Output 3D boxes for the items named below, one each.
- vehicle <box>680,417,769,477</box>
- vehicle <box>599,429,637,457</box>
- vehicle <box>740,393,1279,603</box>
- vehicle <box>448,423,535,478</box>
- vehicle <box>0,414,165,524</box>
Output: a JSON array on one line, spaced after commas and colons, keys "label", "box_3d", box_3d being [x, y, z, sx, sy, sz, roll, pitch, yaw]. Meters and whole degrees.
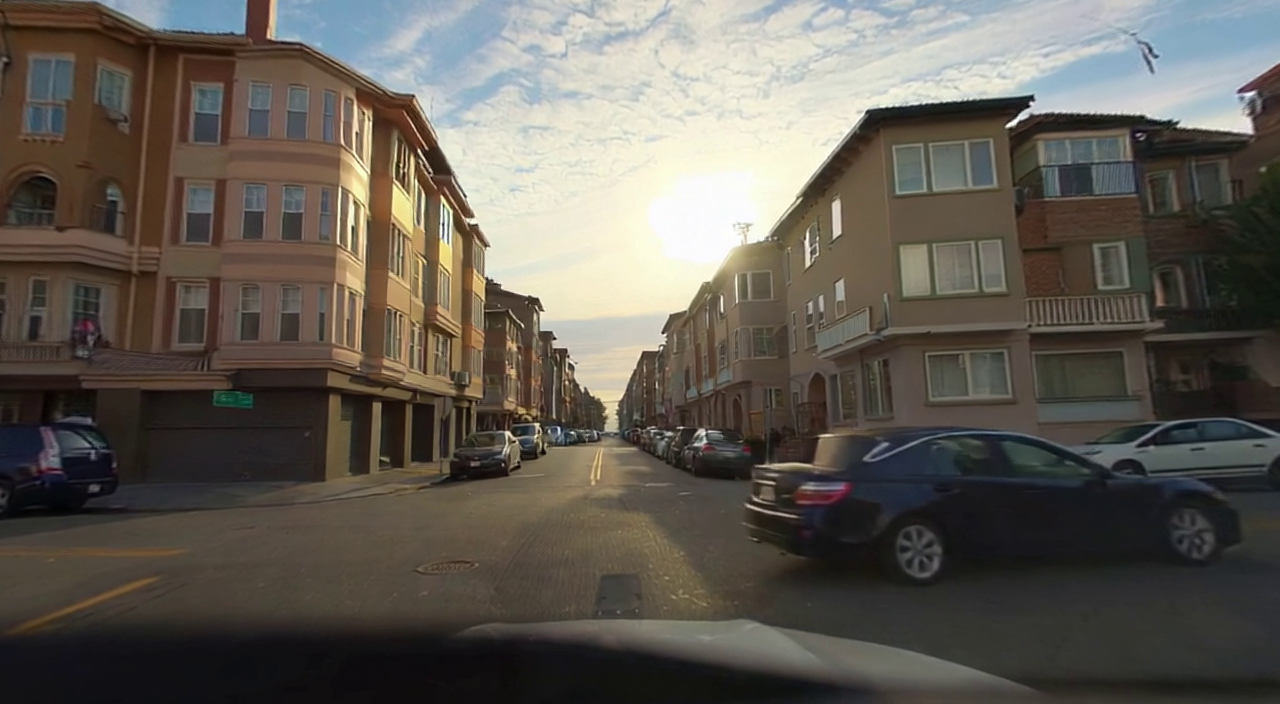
[{"label": "vehicle", "box_3d": [2.326, 2.752, 18.371, 1.868, 1.544, 3.869, 1, -8, -3]}, {"label": "vehicle", "box_3d": [-1.378, 5.831, 40.597, 2.341, 1.675, 4.360, 0, -8, -1]}, {"label": "vehicle", "box_3d": [3.432, 1.258, 6.091, 4.469, 1.566, 1.993, 1, -7, -8]}, {"label": "vehicle", "box_3d": [-4.226, 2.858, 18.488, 1.882, 1.459, 3.518, 1, -8, -4]}, {"label": "vehicle", "box_3d": [-11.045, 1.869, 10.392, 4.679, 1.631, 2.025, 1, -8, -2]}]
